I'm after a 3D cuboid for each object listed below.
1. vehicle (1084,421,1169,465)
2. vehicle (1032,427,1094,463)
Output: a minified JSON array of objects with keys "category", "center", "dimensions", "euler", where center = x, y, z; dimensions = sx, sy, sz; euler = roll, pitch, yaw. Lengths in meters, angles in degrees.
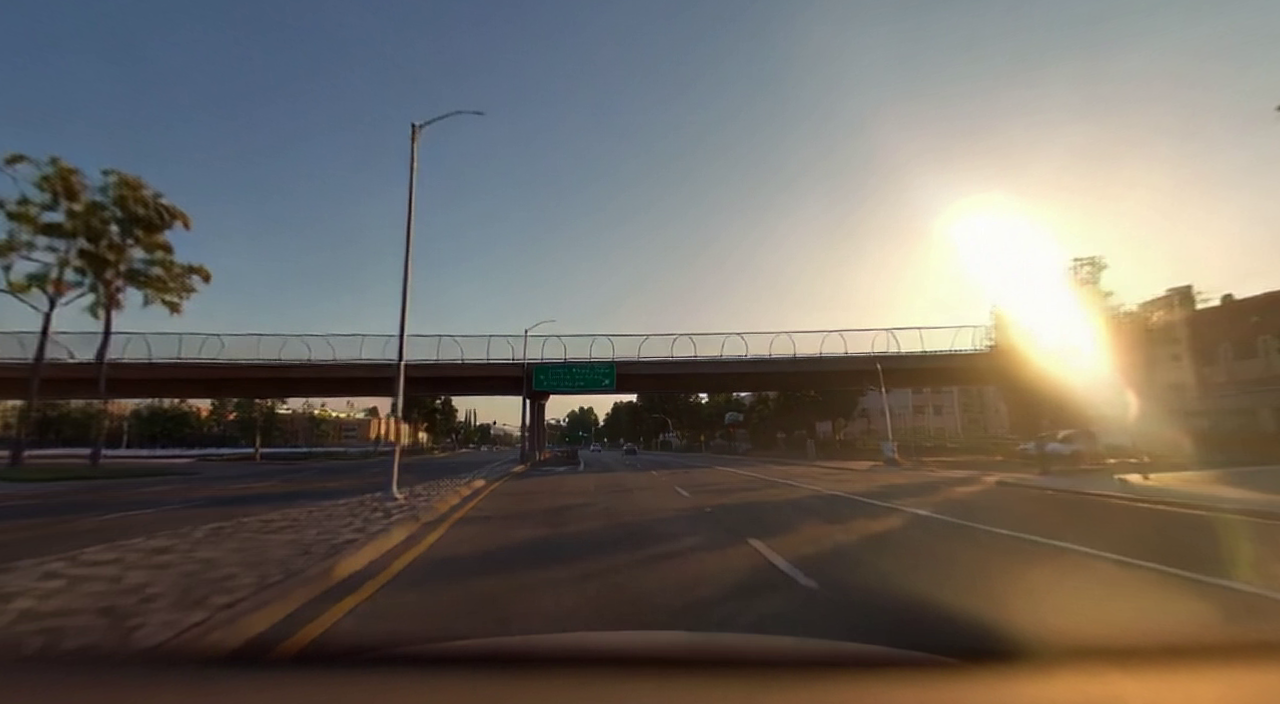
[{"category":"vehicle","center":[24.086,4.537,31.532],"dimensions":[2.177,1.983,5.217],"euler":[-3,-9,25]},{"category":"vehicle","center":[22.120,4.884,33.197],"dimensions":[1.969,1.732,4.610],"euler":[-3,-9,25]}]
